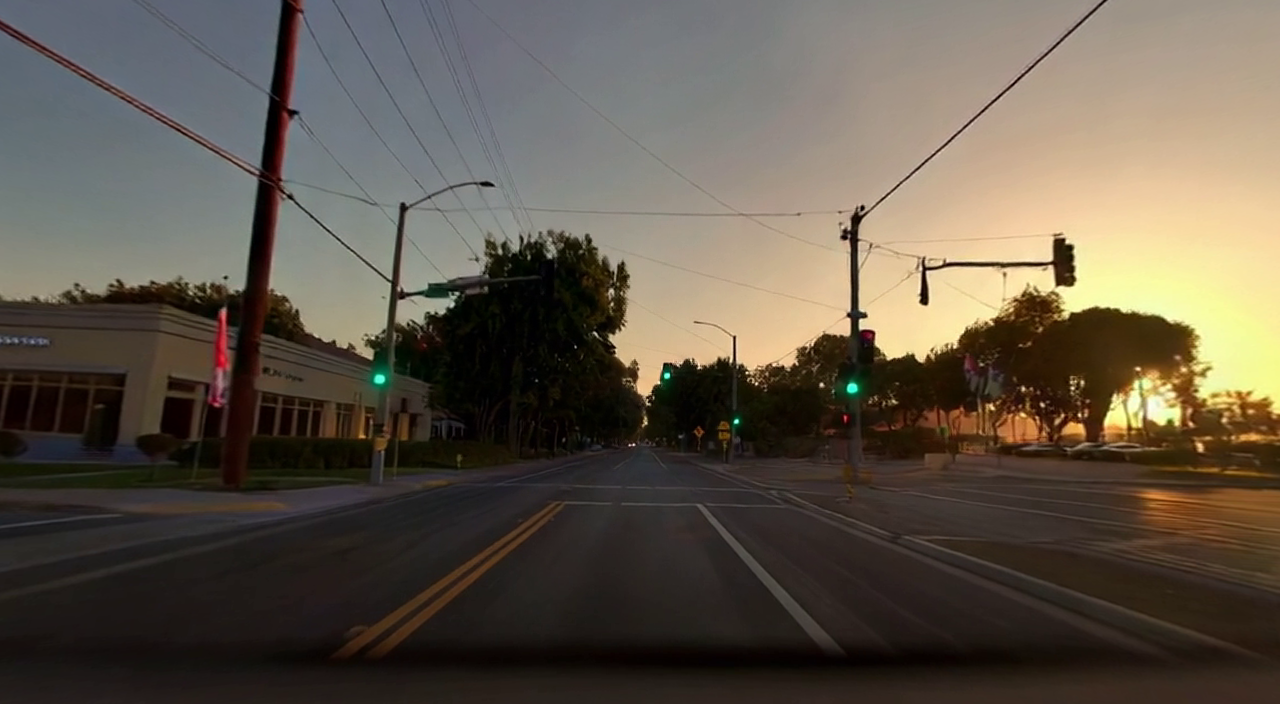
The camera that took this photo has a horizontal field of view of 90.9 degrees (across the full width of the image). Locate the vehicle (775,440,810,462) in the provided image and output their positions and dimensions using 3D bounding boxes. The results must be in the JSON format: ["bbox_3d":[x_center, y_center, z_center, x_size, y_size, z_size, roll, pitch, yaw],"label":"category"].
[{"bbox_3d":[11.941,7.759,49.568,1.719,1.583,4.160,0,-8,0],"label":"vehicle"}]
